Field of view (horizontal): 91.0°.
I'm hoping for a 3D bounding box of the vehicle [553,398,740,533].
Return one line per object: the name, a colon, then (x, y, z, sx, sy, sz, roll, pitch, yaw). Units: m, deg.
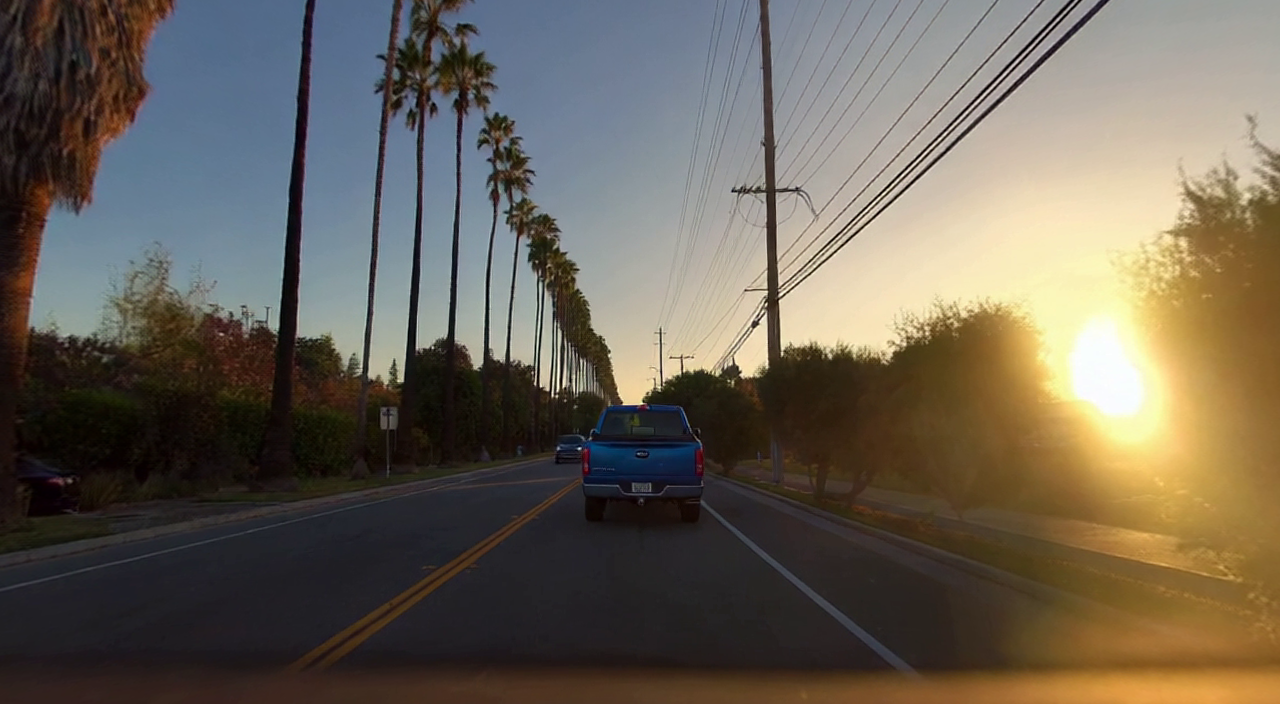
vehicle: (0.068, 2.146, 12.470, 2.803, 2.005, 5.885, 0, -8, -1)
